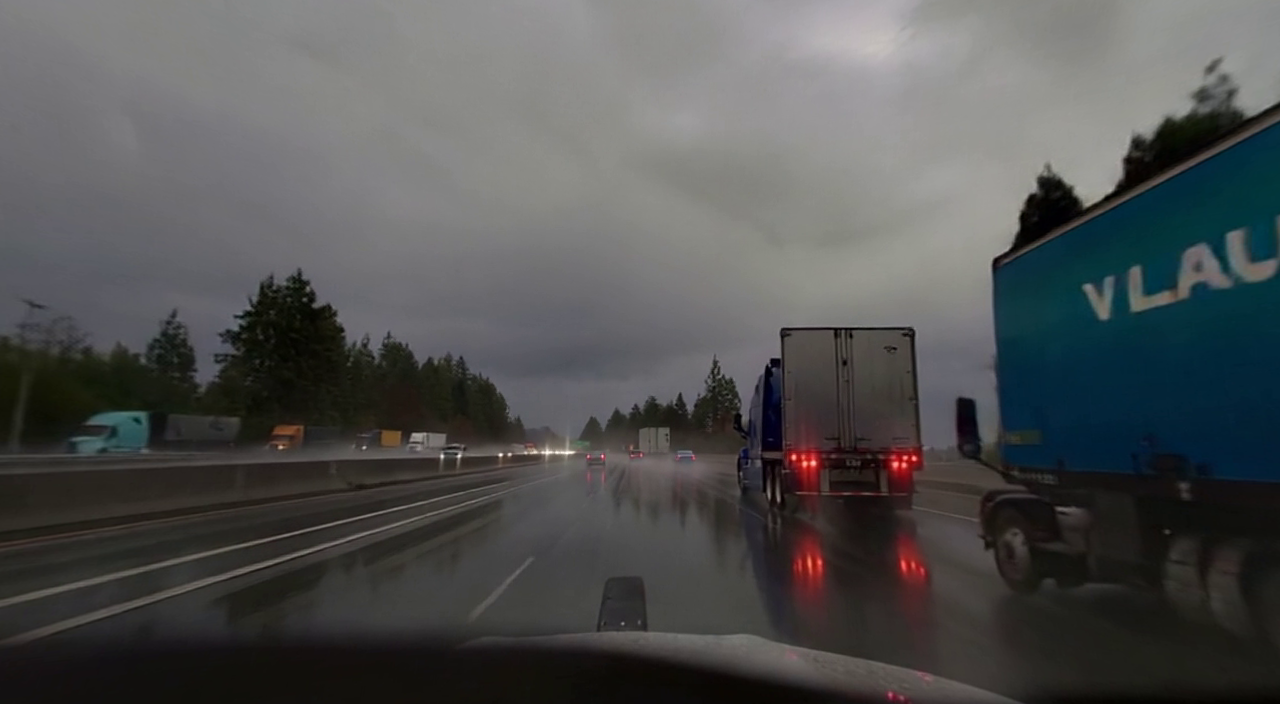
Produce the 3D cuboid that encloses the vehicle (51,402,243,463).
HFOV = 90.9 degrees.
[{"bbox_3d":[-37.060,6.350,48.764,2.867,4.022,14.159,0,-8,3],"label":"vehicle"}]

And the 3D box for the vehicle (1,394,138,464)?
[{"bbox_3d":[-37.454,5.186,41.698,2.960,4.244,5.861,0,-9,5],"label":"vehicle"}]

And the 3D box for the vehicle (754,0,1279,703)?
[{"bbox_3d":[4.444,0.654,8.770,2.847,4.075,14.244,0,-9,-1],"label":"vehicle"}]
